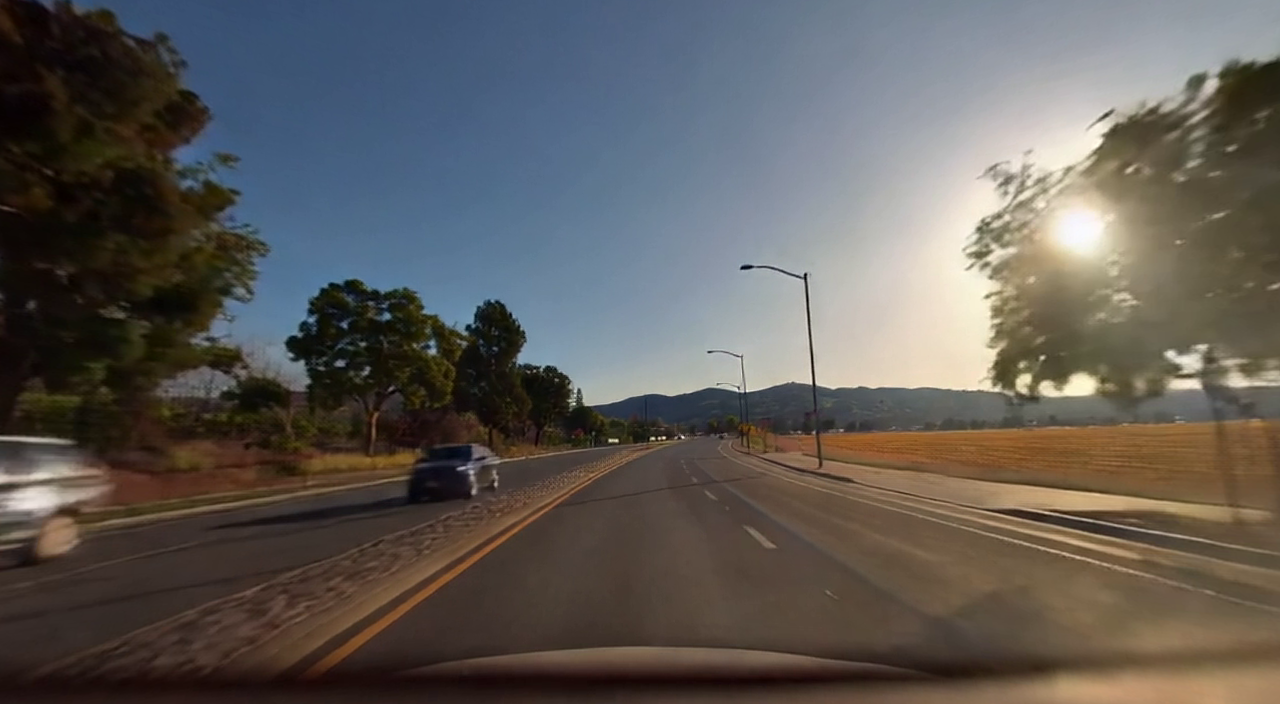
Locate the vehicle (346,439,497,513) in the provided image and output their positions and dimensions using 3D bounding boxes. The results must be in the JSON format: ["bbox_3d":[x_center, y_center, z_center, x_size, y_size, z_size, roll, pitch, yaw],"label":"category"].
[{"bbox_3d":[-4.817,2.765,14.632,1.989,1.461,4.081,0,-8,1],"label":"vehicle"}]
